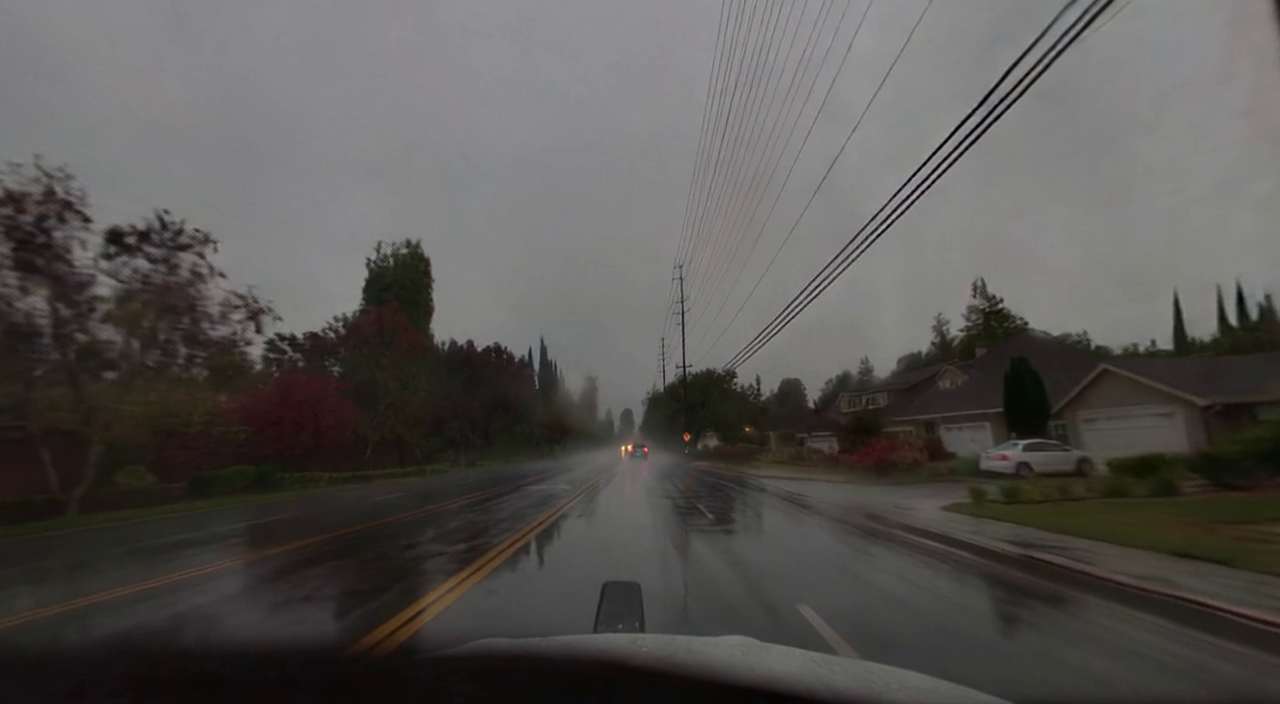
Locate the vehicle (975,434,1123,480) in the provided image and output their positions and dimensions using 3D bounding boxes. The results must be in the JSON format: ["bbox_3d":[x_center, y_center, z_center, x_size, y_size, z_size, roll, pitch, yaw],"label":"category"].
[{"bbox_3d":[14.393,3.719,22.322,3.855,1.548,1.937,0,-9,-2],"label":"vehicle"}]

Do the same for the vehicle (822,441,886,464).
[{"bbox_3d":[16.303,7.709,48.186,4.153,1.442,1.822,-3,-12,0],"label":"vehicle"}]
